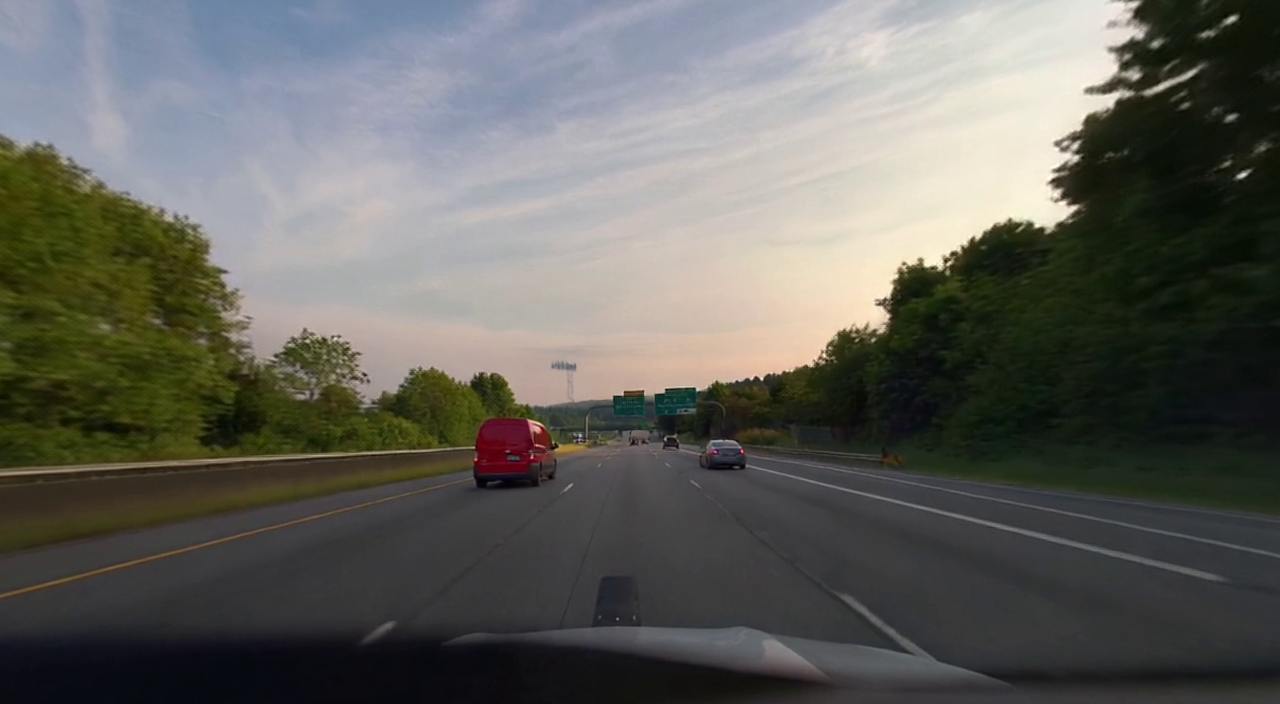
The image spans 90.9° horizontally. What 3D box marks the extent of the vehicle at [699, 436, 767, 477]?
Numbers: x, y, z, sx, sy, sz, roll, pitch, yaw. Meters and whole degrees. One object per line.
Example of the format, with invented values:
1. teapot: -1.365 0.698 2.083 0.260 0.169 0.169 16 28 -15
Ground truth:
1. vehicle: 3.542 4.062 24.796 2.020 1.464 3.803 0 -8 -1

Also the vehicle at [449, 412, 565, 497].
1. vehicle: -3.550 2.851 17.948 2.275 2.053 5.082 0 -8 -1
